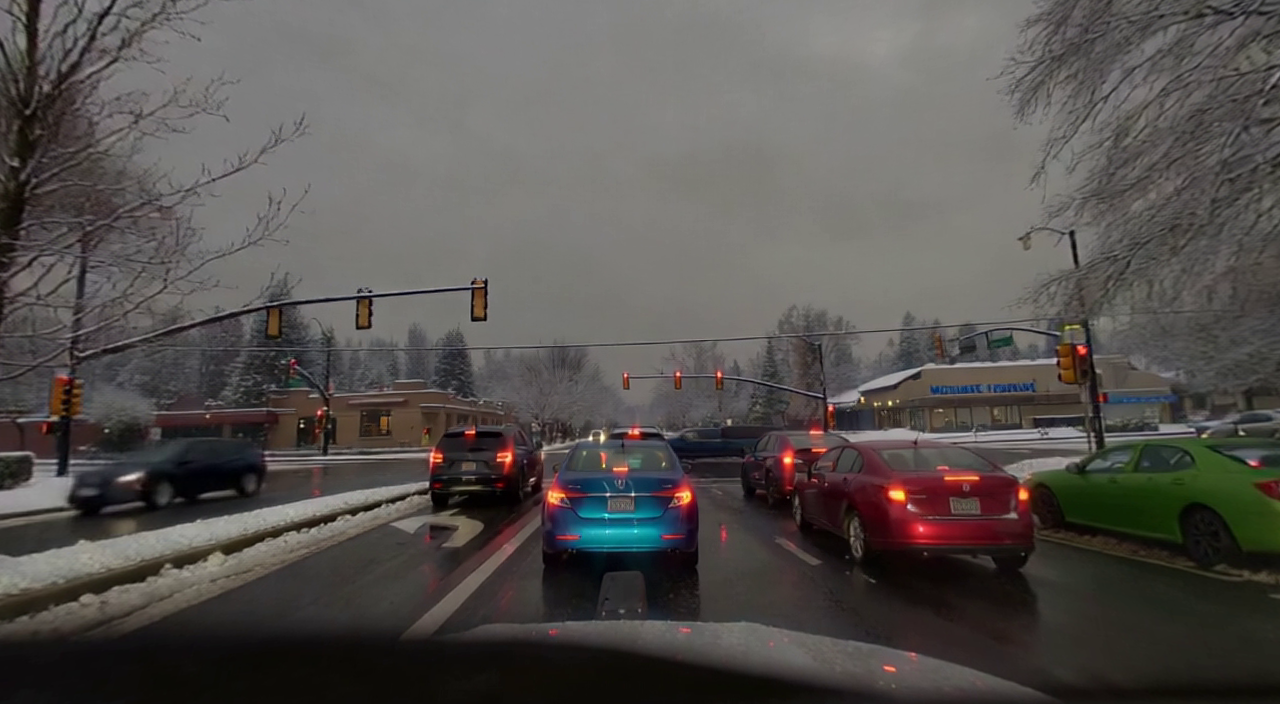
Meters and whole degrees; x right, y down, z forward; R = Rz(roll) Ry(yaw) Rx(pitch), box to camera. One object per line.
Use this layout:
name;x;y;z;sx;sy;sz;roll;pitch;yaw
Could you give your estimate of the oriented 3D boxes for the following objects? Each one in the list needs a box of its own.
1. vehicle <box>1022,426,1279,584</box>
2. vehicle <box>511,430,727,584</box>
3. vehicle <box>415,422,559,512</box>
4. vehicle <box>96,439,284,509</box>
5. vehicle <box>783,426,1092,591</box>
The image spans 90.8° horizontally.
vehicle;7.190;1.735;7.821;2.004;1.508;4.646;0;-8;0
vehicle;-0.176;1.801;8.162;2.098;1.477;3.897;0;-8;1
vehicle;-3.431;2.709;15.403;2.160;1.823;5.115;0;-8;1
vehicle;-12.296;3.322;17.737;1.959;1.704;4.410;0;-8;1
vehicle;3.238;1.759;8.001;2.020;1.513;4.120;0;-8;2
